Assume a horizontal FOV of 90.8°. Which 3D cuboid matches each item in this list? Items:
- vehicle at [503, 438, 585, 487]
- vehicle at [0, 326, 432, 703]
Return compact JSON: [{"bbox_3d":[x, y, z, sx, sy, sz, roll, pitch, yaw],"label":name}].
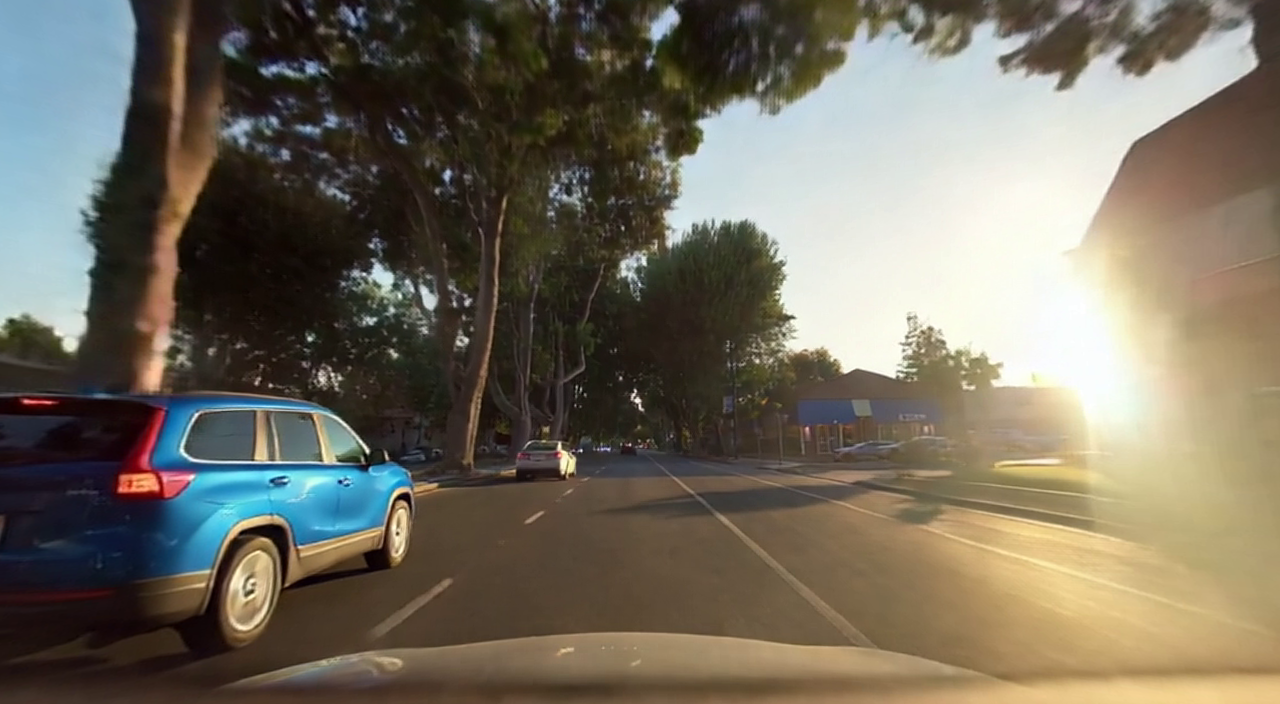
[{"bbox_3d":[-3.139,3.729,21.644,2.069,1.470,4.601,0,-8,1],"label":"vehicle"},{"bbox_3d":[-3.415,1.090,5.041,2.042,1.817,4.364,0,-8,-1],"label":"vehicle"}]
